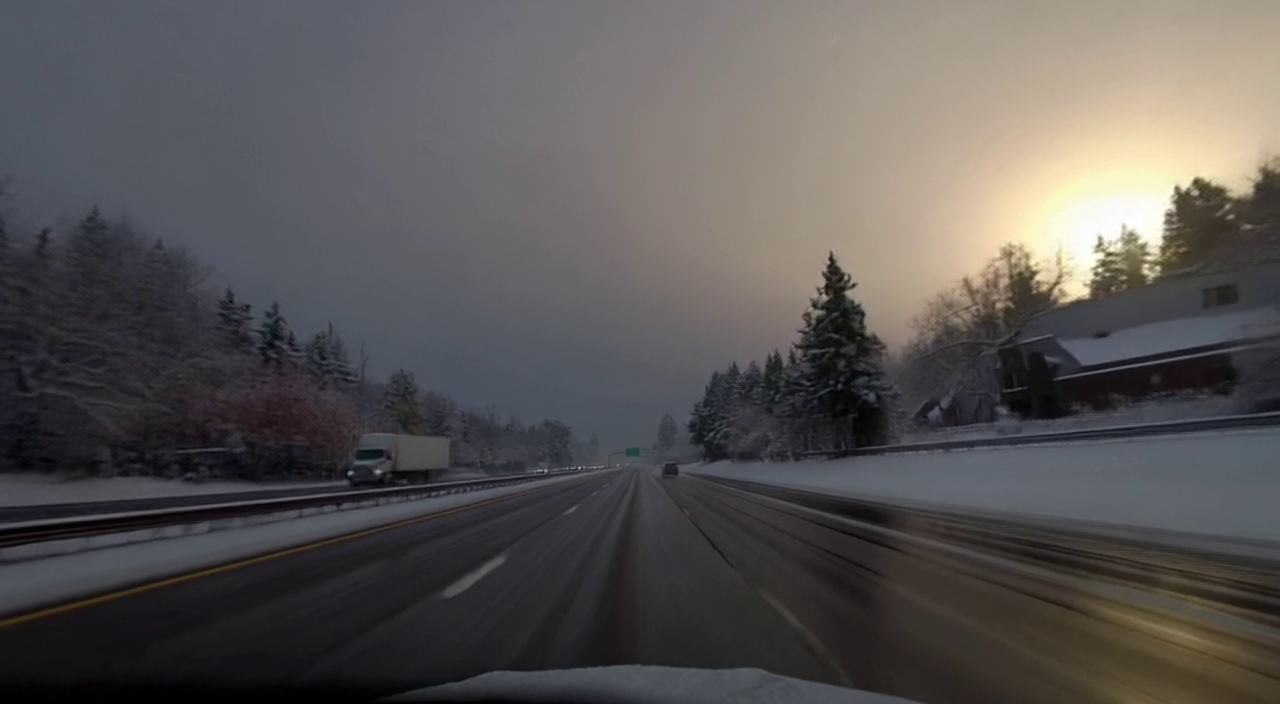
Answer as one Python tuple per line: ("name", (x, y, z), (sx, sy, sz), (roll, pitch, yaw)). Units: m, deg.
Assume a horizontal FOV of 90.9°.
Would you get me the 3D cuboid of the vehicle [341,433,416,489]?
("vehicle", (-20.107, 8.476, 48.895), (3.010, 4.019, 5.914), (1, -10, 0))
